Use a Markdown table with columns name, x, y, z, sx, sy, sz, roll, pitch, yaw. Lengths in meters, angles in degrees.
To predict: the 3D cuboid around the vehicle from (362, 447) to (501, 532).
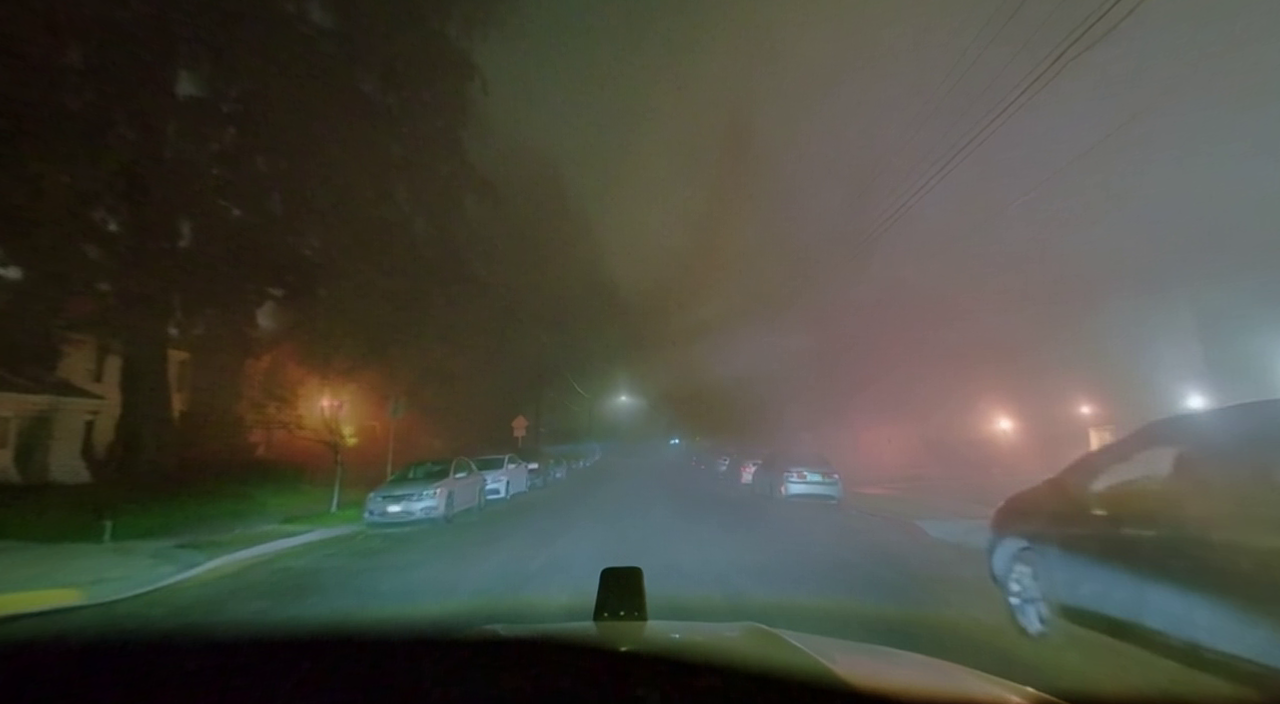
| name | x | y | z | sx | sy | sz | roll | pitch | yaw |
| --- | --- | --- | --- | --- | --- | --- | --- | --- | --- |
| vehicle | -4.502 | 2.985 | 14.303 | 1.870 | 1.562 | 4.212 | -1 | -9 | -2 |

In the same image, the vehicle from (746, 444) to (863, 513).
| name | x | y | z | sx | sy | sz | roll | pitch | yaw |
| --- | --- | --- | --- | --- | --- | --- | --- | --- | --- |
| vehicle | 4.097 | 3.219 | 16.460 | 1.862 | 1.525 | 4.421 | 0 | -9 | 0 |

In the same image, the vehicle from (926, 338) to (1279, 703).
| name | x | y | z | sx | sy | sz | roll | pitch | yaw |
| --- | --- | --- | --- | --- | --- | --- | --- | --- | --- |
| vehicle | 4.036 | 1.027 | 3.720 | 2.215 | 1.897 | 5.131 | 0 | -9 | 0 |
